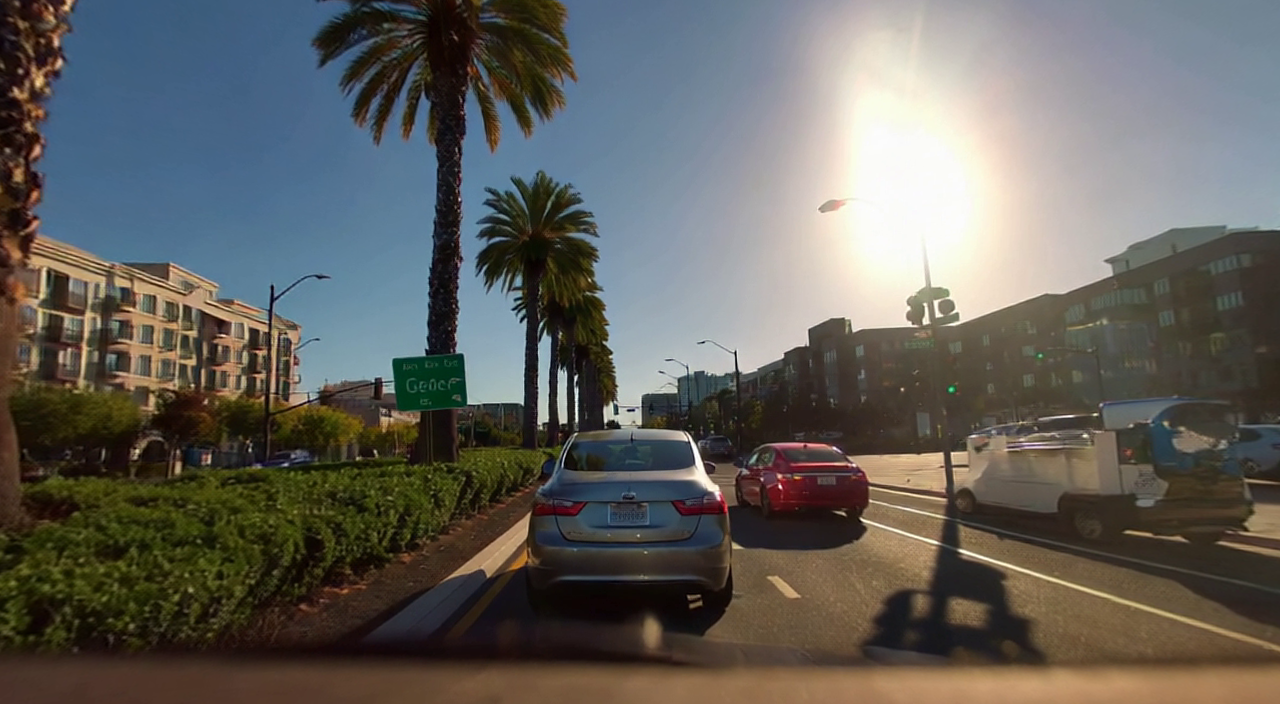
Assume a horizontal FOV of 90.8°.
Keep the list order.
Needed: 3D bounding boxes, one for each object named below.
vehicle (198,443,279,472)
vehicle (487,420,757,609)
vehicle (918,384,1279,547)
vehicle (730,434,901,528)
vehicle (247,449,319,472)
[{"bbox_3d":[-28.327,7.424,44.840,2.115,1.884,5.481,0,-8,0],"label":"vehicle"},{"bbox_3d":[-0.153,1.601,7.095,2.158,1.498,3.919,0,-8,0],"label":"vehicle"},{"bbox_3d":[7.199,1.859,10.917,2.254,2.072,5.577,0,-9,1],"label":"vehicle"},{"bbox_3d":[3.085,2.359,12.204,1.925,1.451,4.436,0,-8,-2],"label":"vehicle"},{"bbox_3d":[-23.825,7.256,42.368,1.972,1.425,4.765,0,-8,1],"label":"vehicle"}]
